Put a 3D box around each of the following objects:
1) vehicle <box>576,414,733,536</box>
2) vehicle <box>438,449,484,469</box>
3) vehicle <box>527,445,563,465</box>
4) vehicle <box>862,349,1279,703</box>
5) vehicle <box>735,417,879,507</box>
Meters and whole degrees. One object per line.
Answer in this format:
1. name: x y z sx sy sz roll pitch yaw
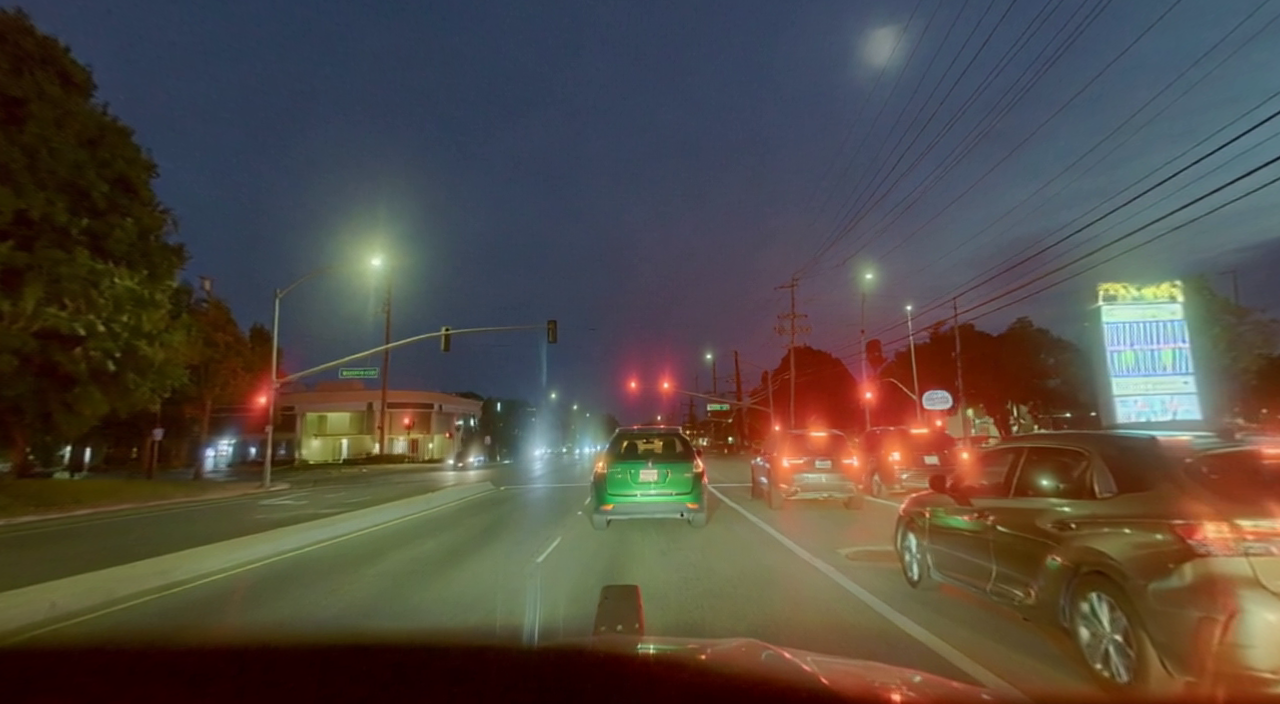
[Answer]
1. vehicle: 0.195 1.993 10.753 2.149 1.668 3.962 0 -9 0
2. vehicle: -13.534 8.092 48.010 2.045 1.453 4.624 0 -9 1
3. vehicle: -7.225 7.851 48.450 2.057 1.461 4.485 0 -9 1
4. vehicle: 3.306 1.101 4.365 1.998 1.620 4.267 0 -9 1
5. vehicle: 3.703 2.564 15.070 2.060 1.789 4.712 0 -9 -1
